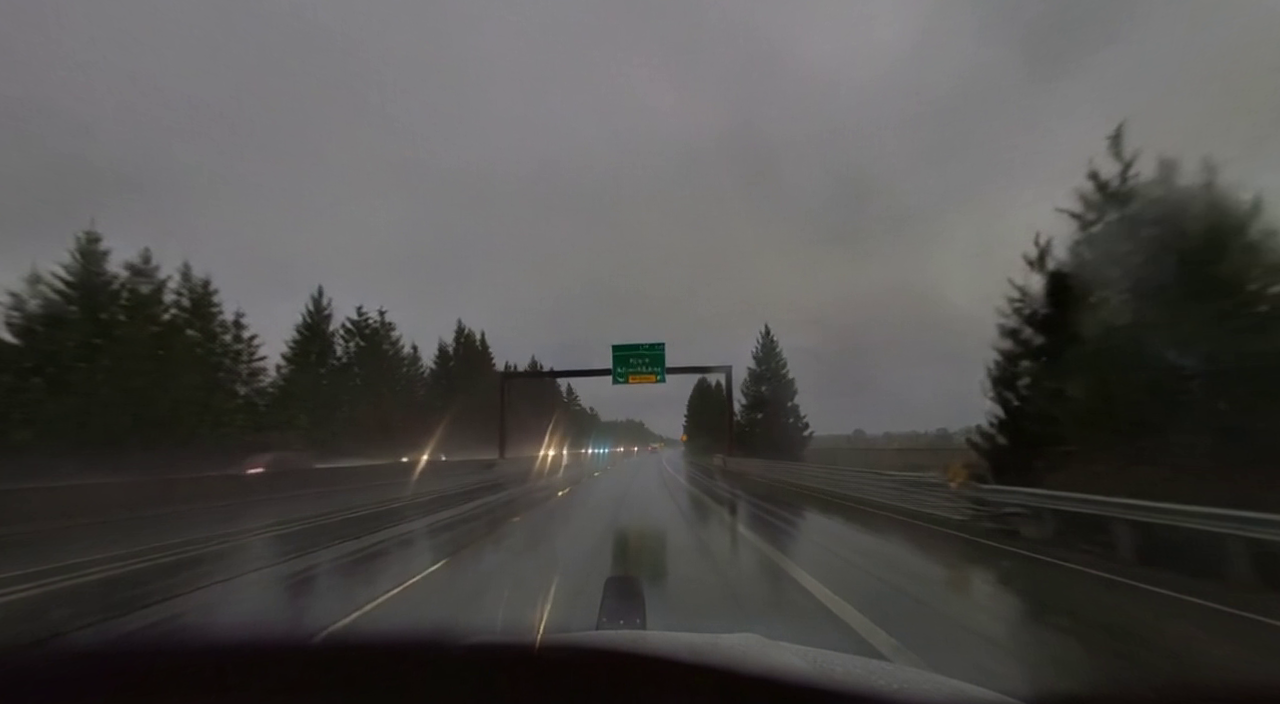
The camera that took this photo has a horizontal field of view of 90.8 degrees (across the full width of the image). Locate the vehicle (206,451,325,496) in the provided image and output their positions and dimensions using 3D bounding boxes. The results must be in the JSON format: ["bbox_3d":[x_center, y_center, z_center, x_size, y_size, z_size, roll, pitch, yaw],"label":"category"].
[{"bbox_3d":[-13.181,4.270,22.498,1.914,1.460,3.730,0,-9,0],"label":"vehicle"}]

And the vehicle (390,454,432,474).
[{"bbox_3d":[-17.084,8.366,47.200,1.768,1.425,3.536,0,-9,1],"label":"vehicle"}]
